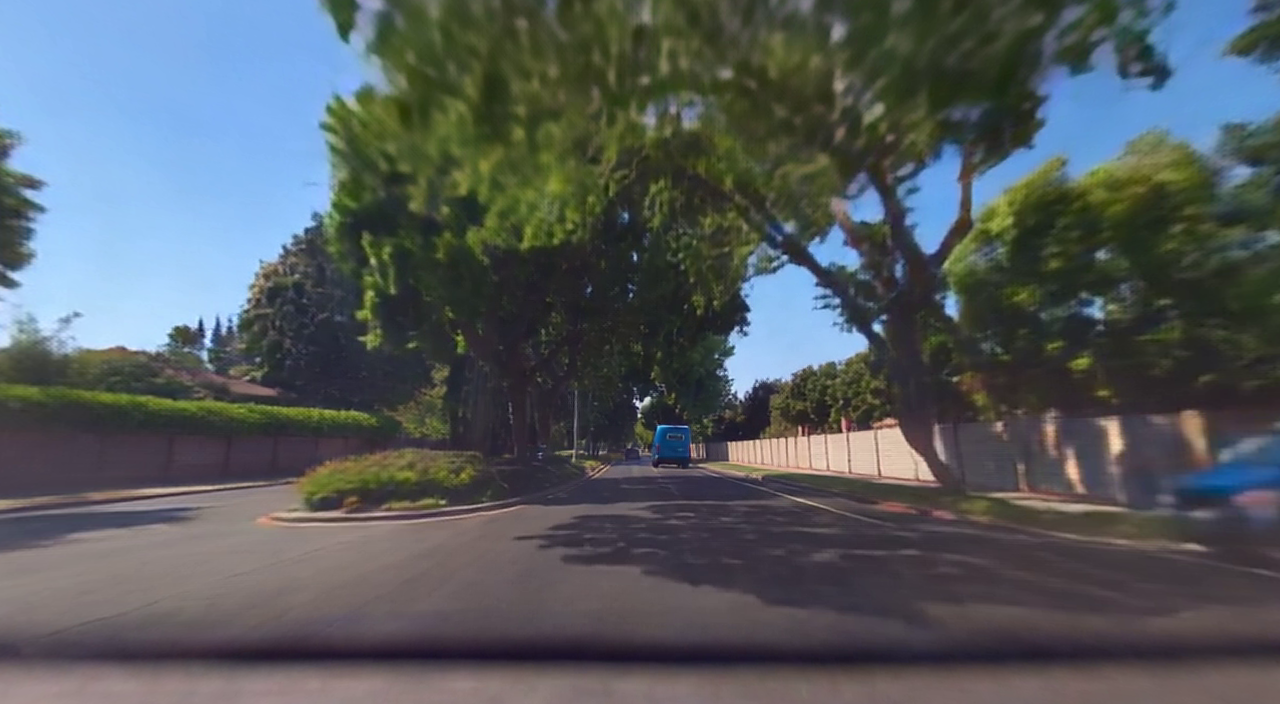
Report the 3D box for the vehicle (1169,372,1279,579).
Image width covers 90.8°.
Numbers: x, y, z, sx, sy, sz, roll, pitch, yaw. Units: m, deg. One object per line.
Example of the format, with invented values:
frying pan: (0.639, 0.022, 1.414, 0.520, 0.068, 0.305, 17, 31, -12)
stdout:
vehicle: (9.210, 1.304, 6.632, 4.990, 2.142, 2.488, 0, -8, 0)
